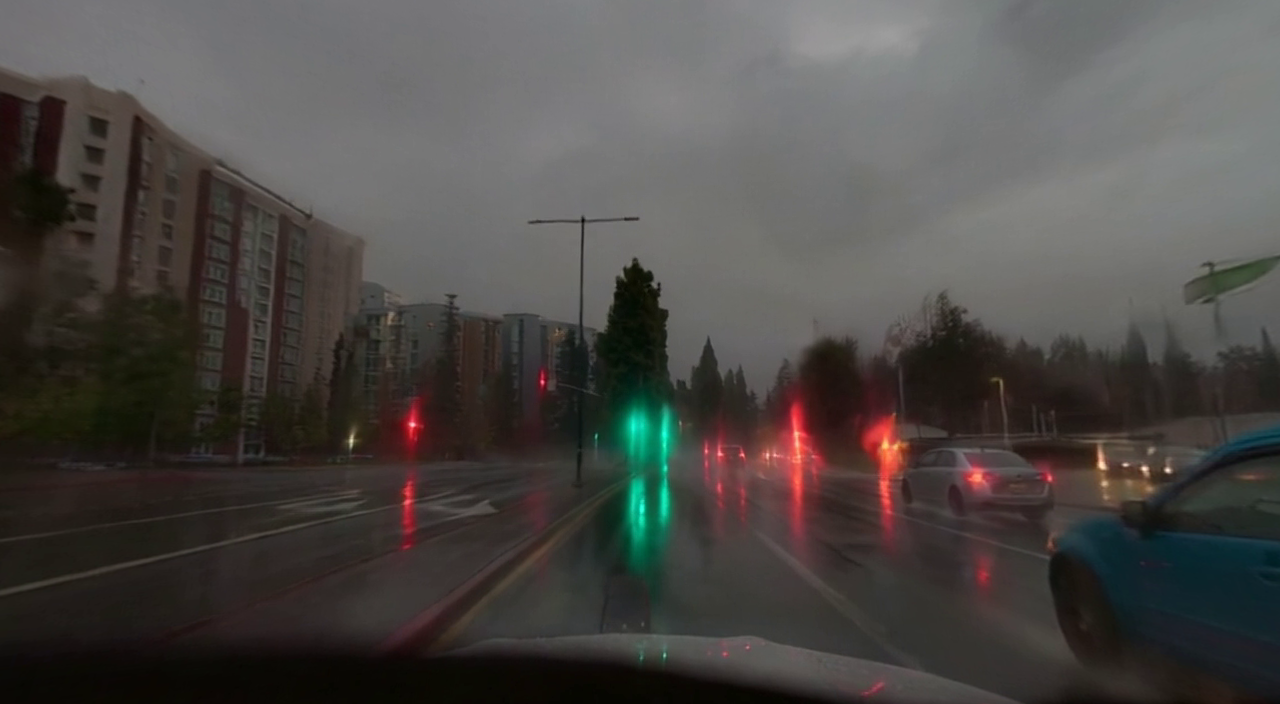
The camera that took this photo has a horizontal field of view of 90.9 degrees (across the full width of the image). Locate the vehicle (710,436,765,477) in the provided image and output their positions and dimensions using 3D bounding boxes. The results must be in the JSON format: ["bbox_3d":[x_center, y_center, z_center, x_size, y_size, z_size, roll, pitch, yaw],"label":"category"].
[{"bbox_3d":[4.730,5.156,31.320,2.154,1.844,4.634,-1,-9,3],"label":"vehicle"}]

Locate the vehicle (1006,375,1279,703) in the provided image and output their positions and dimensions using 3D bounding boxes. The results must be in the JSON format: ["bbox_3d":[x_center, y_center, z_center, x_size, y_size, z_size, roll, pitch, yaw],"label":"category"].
[{"bbox_3d":[3.462,0.877,2.246,1.901,1.634,3.952,0,-9,0],"label":"vehicle"}]

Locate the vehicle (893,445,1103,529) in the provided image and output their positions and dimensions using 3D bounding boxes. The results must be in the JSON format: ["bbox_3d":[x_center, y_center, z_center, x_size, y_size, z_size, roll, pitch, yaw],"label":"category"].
[{"bbox_3d":[7.413,2.788,13.728,1.899,1.496,4.559,0,-9,0],"label":"vehicle"}]
